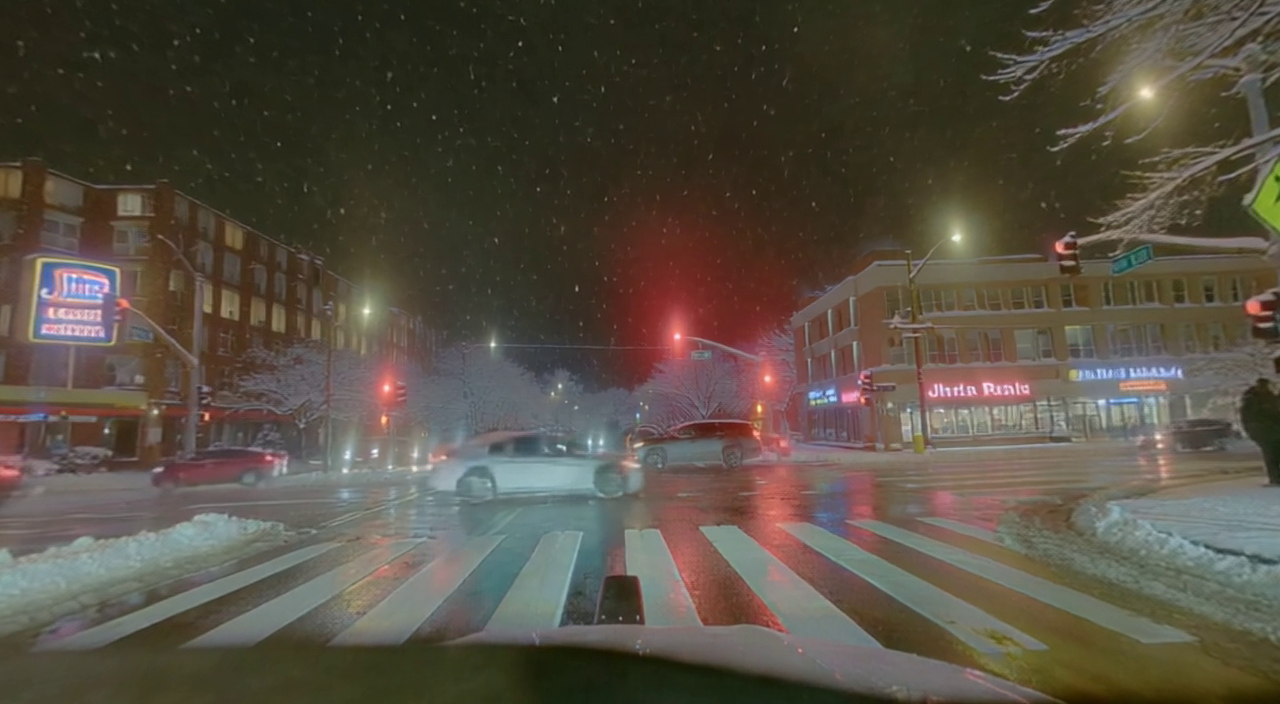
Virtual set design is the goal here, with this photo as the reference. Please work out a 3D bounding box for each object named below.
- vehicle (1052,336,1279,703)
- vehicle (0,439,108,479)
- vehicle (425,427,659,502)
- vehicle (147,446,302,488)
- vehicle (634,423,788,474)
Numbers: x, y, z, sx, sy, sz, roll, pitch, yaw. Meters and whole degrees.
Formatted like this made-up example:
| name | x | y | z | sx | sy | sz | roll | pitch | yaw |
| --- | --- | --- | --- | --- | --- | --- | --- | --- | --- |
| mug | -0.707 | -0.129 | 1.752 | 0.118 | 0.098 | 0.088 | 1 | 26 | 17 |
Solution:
| name | x | y | z | sx | sy | sz | roll | pitch | yaw |
| --- | --- | --- | --- | --- | --- | --- | --- | --- | --- |
| vehicle | 3.000 | 0.609 | 0.867 | 1.866 | 1.654 | 4.354 | 0 | -8 | -1 |
| vehicle | -31.542 | 5.608 | 33.546 | 2.205 | 1.903 | 5.877 | 1 | -9 | -10 |
| vehicle | -2.093 | 2.440 | 13.991 | 4.758 | 1.480 | 1.849 | 1 | -8 | -9 |
| vehicle | -15.397 | 4.250 | 23.644 | 4.461 | 1.443 | 1.715 | 1 | -9 | -10 |
| vehicle | 2.212 | 3.108 | 20.472 | 4.612 | 1.521 | 1.811 | 1 | -9 | -9 |
